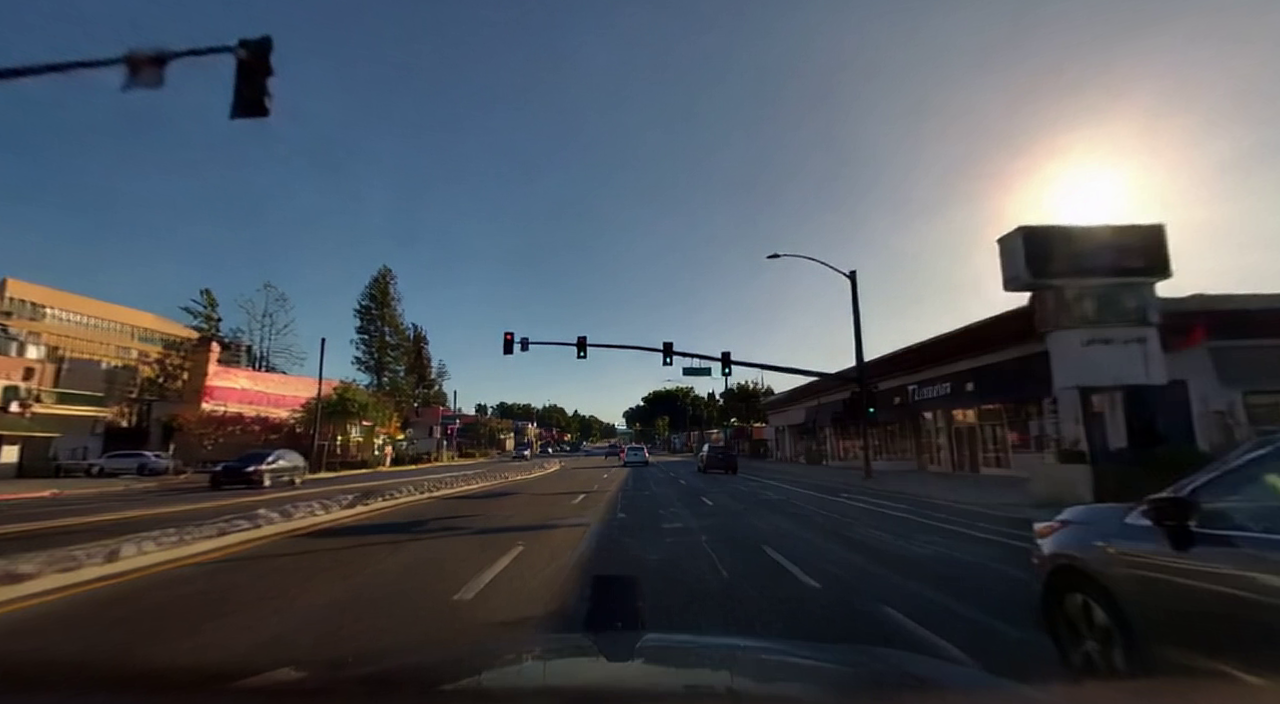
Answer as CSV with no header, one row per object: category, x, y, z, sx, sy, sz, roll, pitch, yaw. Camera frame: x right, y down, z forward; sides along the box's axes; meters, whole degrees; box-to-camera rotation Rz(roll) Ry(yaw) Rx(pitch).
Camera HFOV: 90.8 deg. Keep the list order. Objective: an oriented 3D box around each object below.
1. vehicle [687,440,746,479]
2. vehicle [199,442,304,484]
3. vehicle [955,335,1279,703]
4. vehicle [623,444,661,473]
vehicle,3.446,4.935,29.233,2.085,1.668,4.077,0,-9,-2
vehicle,-18.083,5.174,29.708,2.069,1.776,4.543,0,-9,-1
vehicle,3.067,0.763,1.872,1.969,1.682,4.387,0,-9,0
vehicle,0.079,6.042,36.160,2.023,1.532,3.891,0,-9,-1
